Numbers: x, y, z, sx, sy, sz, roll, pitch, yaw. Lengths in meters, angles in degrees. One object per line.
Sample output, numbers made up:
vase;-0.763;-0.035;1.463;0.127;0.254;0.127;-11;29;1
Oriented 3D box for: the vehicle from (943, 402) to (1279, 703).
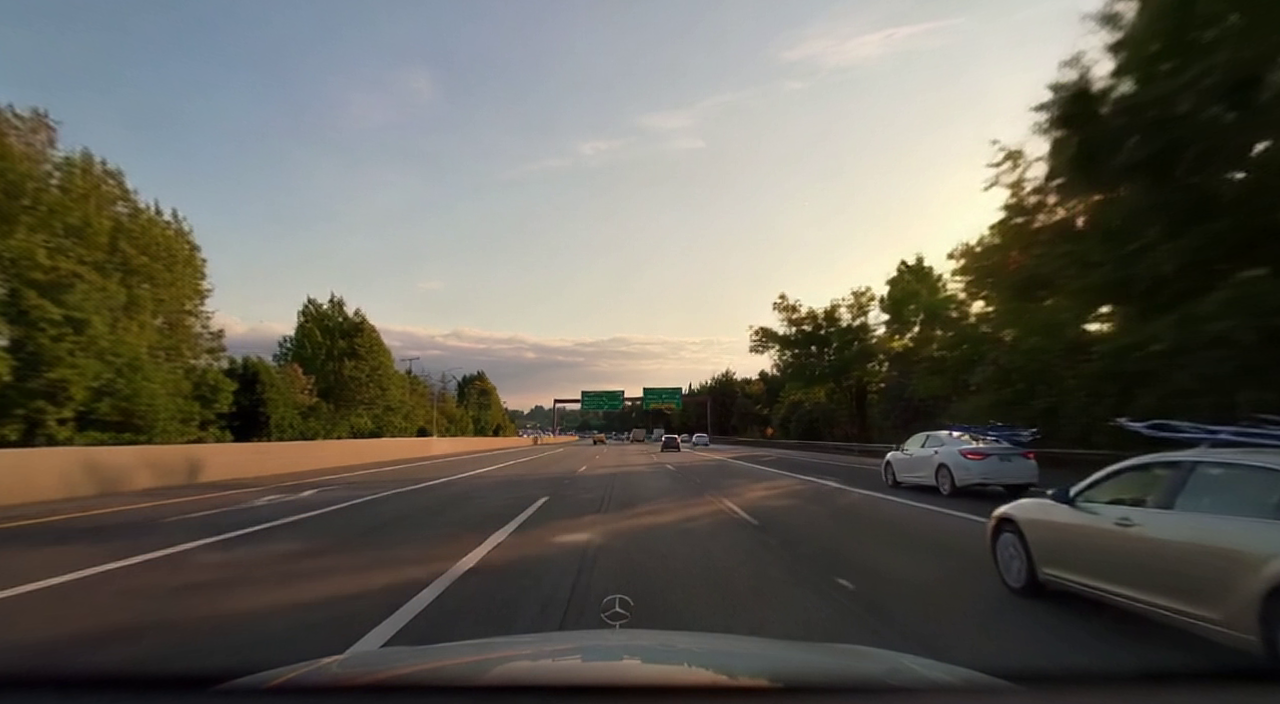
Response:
vehicle;3.801;1.017;3.262;2.094;1.441;4.568;0;-7;-2
